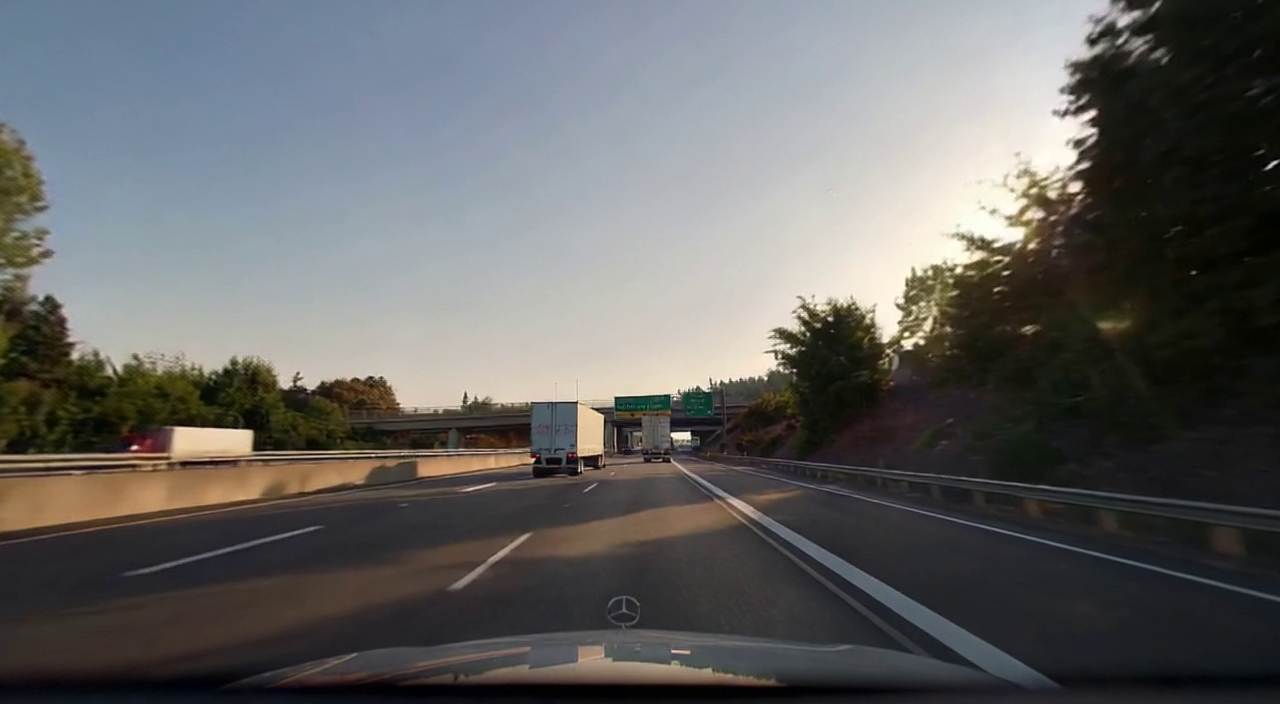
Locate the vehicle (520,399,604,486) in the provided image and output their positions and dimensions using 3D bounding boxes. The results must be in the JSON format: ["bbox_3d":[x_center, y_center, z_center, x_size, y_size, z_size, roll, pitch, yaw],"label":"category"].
[{"bbox_3d":[-3.164,3.960,27.473,2.696,3.266,7.062,0,-9,0],"label":"vehicle"}]
